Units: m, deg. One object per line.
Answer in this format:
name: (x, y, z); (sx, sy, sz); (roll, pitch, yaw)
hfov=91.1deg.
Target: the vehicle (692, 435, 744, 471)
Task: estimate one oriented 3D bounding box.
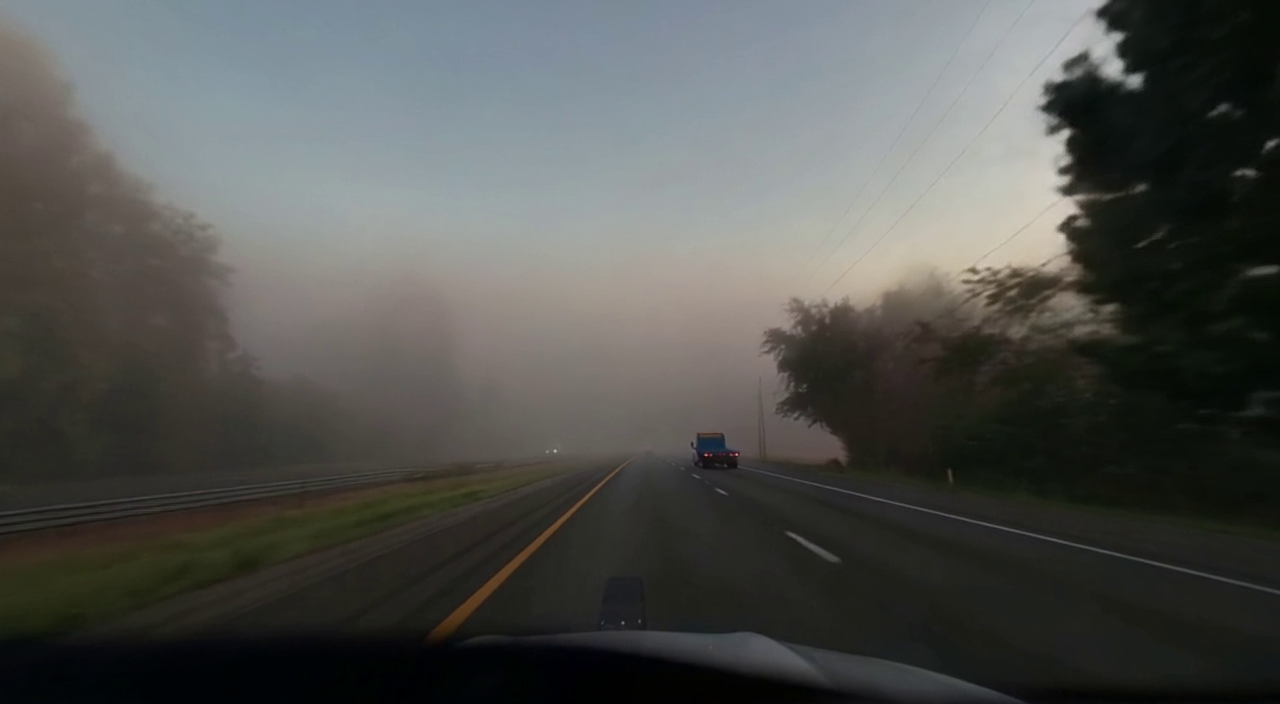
vehicle: (4.278, 5.685, 35.458); (2.228, 1.852, 5.449); (0, -9, 0)
